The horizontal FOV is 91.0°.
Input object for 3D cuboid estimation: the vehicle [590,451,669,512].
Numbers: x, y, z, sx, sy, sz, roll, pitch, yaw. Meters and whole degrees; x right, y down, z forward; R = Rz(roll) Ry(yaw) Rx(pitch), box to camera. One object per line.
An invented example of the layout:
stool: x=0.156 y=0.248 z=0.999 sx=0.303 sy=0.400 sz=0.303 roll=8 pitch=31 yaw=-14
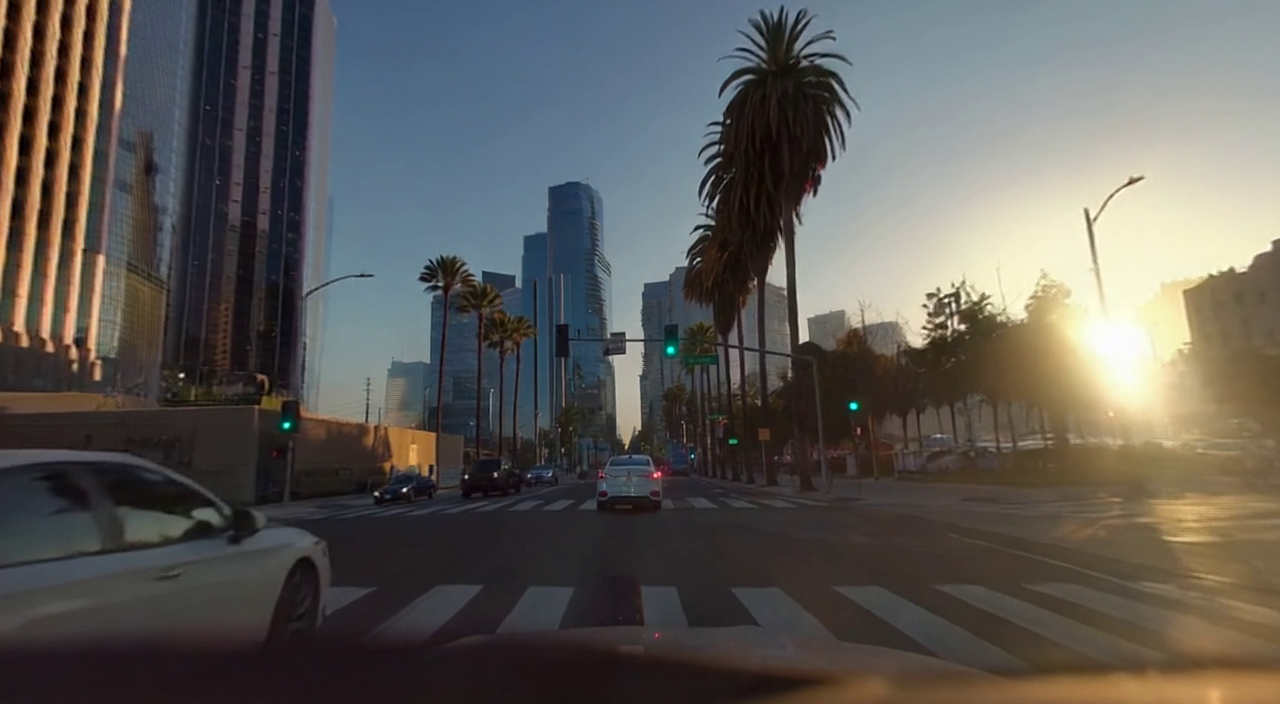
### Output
vehicle: x=-0.303 y=3.850 z=19.186 sx=2.145 sy=1.632 sz=3.972 roll=0 pitch=-9 yaw=-1

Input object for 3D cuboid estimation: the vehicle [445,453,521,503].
vehicle: x=-6.694 y=5.396 z=27.371 sx=2.070 sy=1.893 sz=4.738 roll=0 pitch=-9 yaw=0

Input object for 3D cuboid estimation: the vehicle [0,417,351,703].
vehicle: x=-3.289 y=1.031 z=2.516 sx=2.096 sy=1.492 sz=4.666 roll=0 pitch=-9 yaw=-1

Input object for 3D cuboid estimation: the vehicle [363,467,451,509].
vehicle: x=-9.653 y=5.662 z=26.540 sx=1.977 sy=1.475 sz=4.491 roll=0 pitch=-9 yaw=0
